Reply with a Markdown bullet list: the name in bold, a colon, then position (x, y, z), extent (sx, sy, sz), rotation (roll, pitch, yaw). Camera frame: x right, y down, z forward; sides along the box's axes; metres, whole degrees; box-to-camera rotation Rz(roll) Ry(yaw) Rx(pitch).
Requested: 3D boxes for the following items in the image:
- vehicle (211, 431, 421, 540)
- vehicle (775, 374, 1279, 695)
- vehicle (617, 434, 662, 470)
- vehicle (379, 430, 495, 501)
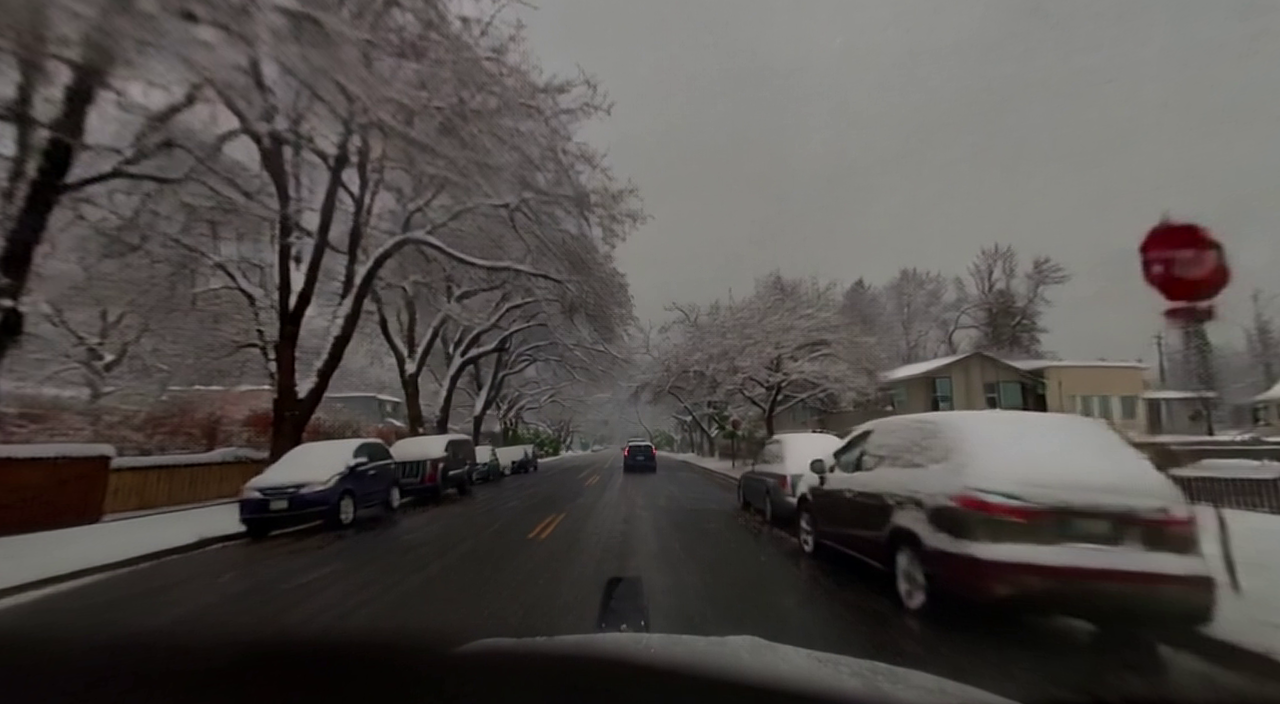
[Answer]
- **vehicle**: position (-5.825, 2.394, 12.066), extent (1.955, 1.659, 4.324), rotation (1, -8, -4)
- **vehicle**: position (2.884, 1.362, 6.017), extent (1.970, 1.801, 4.721), rotation (0, -8, -2)
- **vehicle**: position (-0.036, 5.175, 32.872), extent (2.172, 1.722, 4.201), rotation (0, -8, 0)
- **vehicle**: position (-5.763, 3.242, 18.479), extent (1.899, 1.615, 4.624), rotation (-6, -8, -2)
